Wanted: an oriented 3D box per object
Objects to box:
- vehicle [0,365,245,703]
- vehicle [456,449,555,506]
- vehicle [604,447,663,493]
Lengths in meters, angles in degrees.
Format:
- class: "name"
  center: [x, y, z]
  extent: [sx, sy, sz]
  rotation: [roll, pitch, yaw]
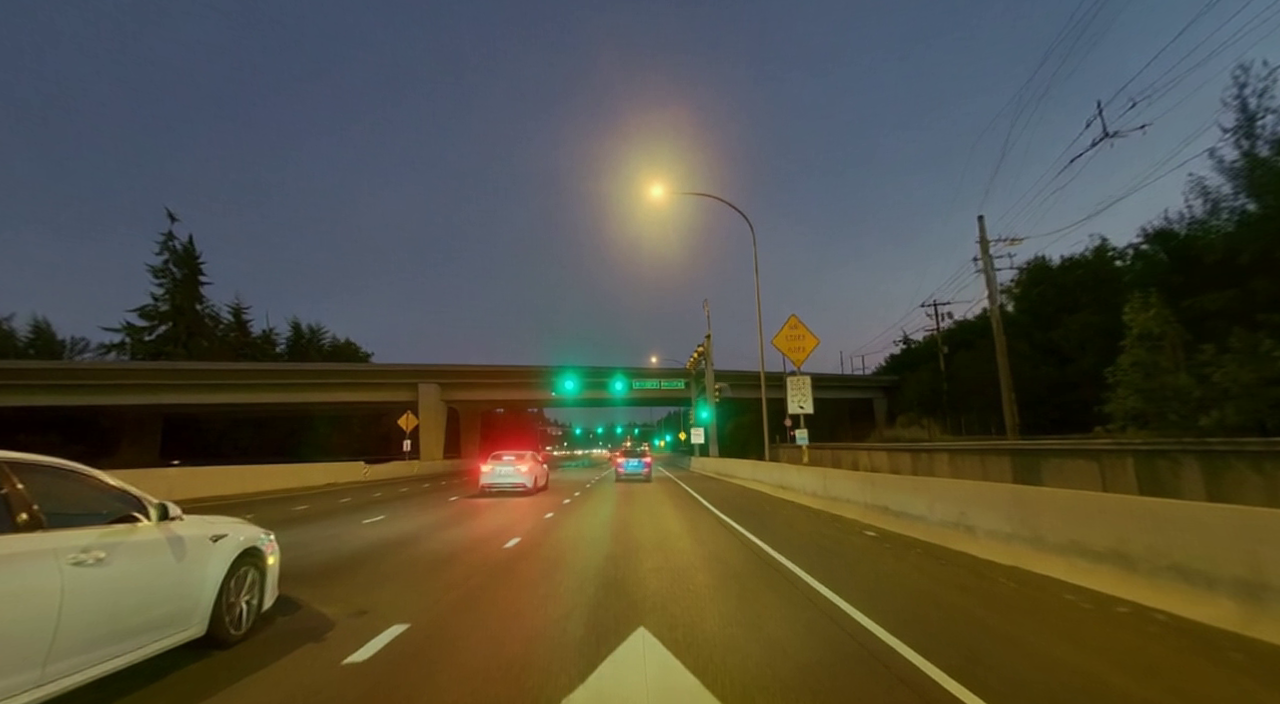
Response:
- class: "vehicle"
  center: [-3.526, 0.800, 1.859]
  extent: [1.925, 1.666, 4.271]
  rotation: [0, -8, 0]
- class: "vehicle"
  center: [-3.750, 3.557, 18.377]
  extent: [1.946, 1.437, 4.154]
  rotation: [0, -8, 0]
- class: "vehicle"
  center: [-0.238, 4.339, 23.652]
  extent: [1.985, 1.565, 3.968]
  rotation: [0, -8, 0]
